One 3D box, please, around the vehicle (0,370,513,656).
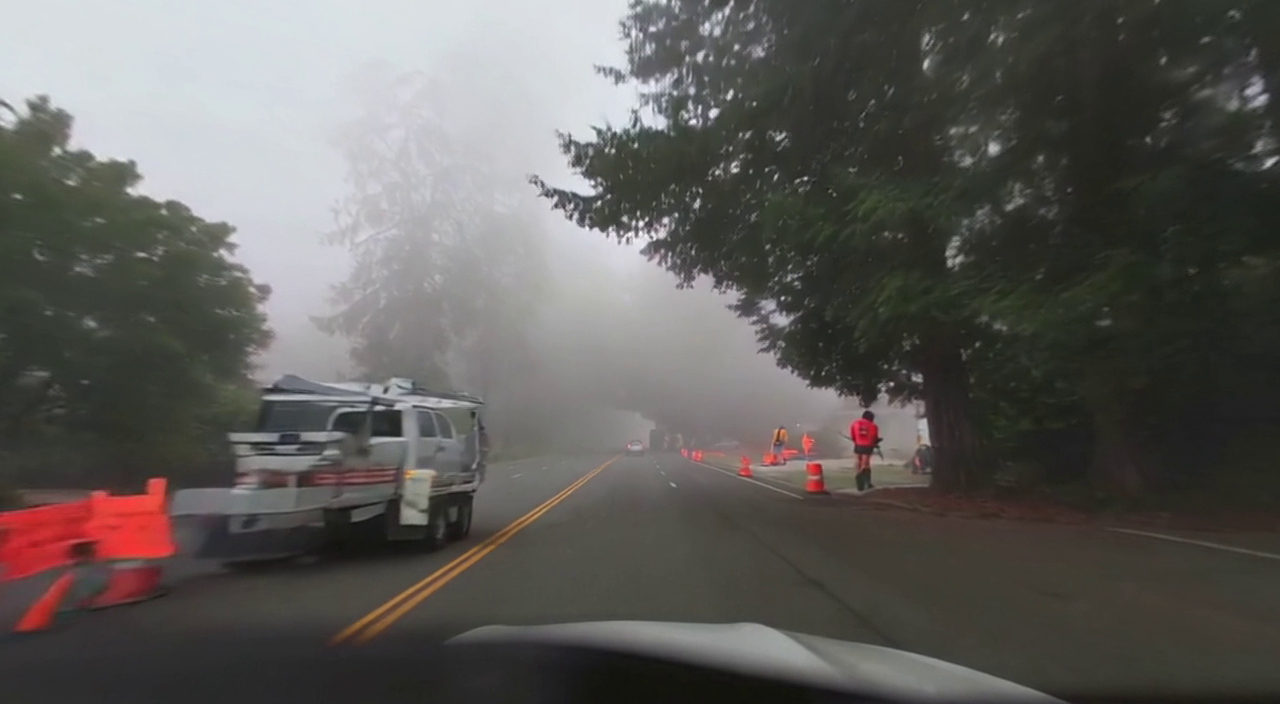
[{"bbox_3d":[-3.571,1.569,7.606,2.742,1.962,6.409,0,-8,0],"label":"vehicle"}]
